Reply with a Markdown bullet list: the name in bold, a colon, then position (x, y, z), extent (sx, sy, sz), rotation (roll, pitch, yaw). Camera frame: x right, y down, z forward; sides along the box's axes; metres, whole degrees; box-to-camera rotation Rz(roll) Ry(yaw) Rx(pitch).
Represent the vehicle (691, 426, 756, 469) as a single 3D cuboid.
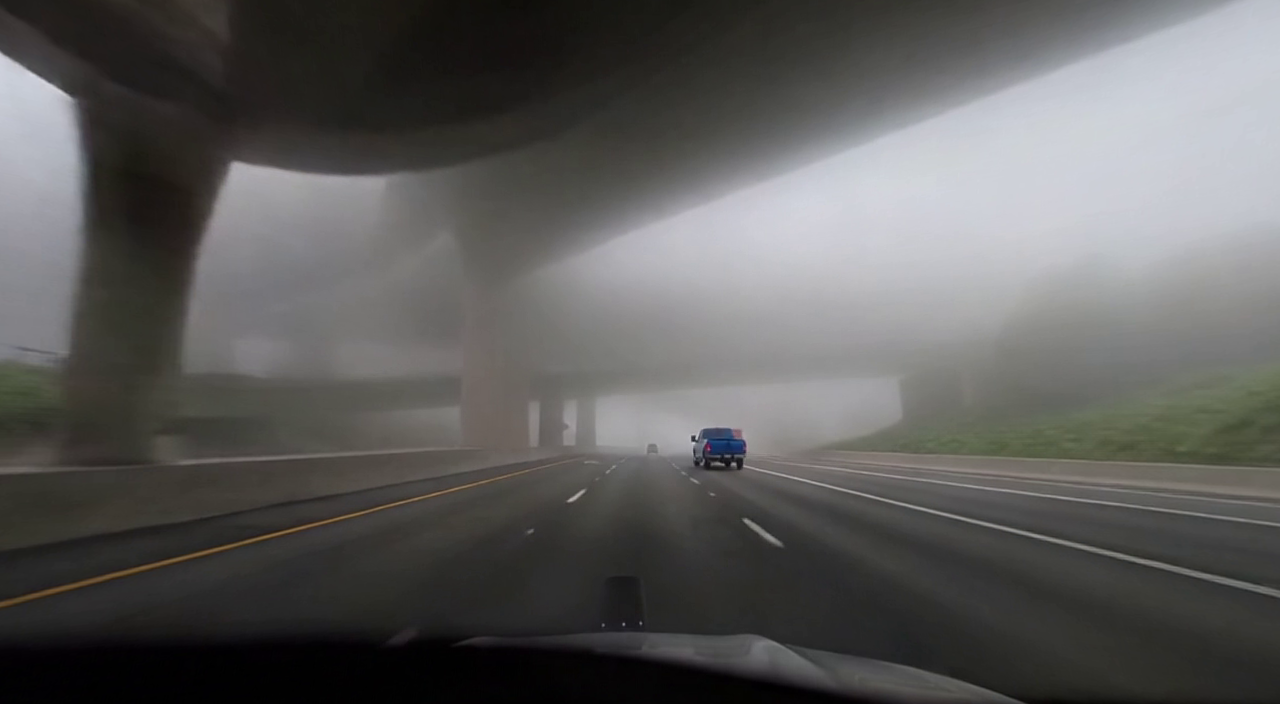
- **vehicle**: position (4.188, 4.965, 32.733), extent (2.505, 2.020, 5.532), rotation (0, -8, -1)
